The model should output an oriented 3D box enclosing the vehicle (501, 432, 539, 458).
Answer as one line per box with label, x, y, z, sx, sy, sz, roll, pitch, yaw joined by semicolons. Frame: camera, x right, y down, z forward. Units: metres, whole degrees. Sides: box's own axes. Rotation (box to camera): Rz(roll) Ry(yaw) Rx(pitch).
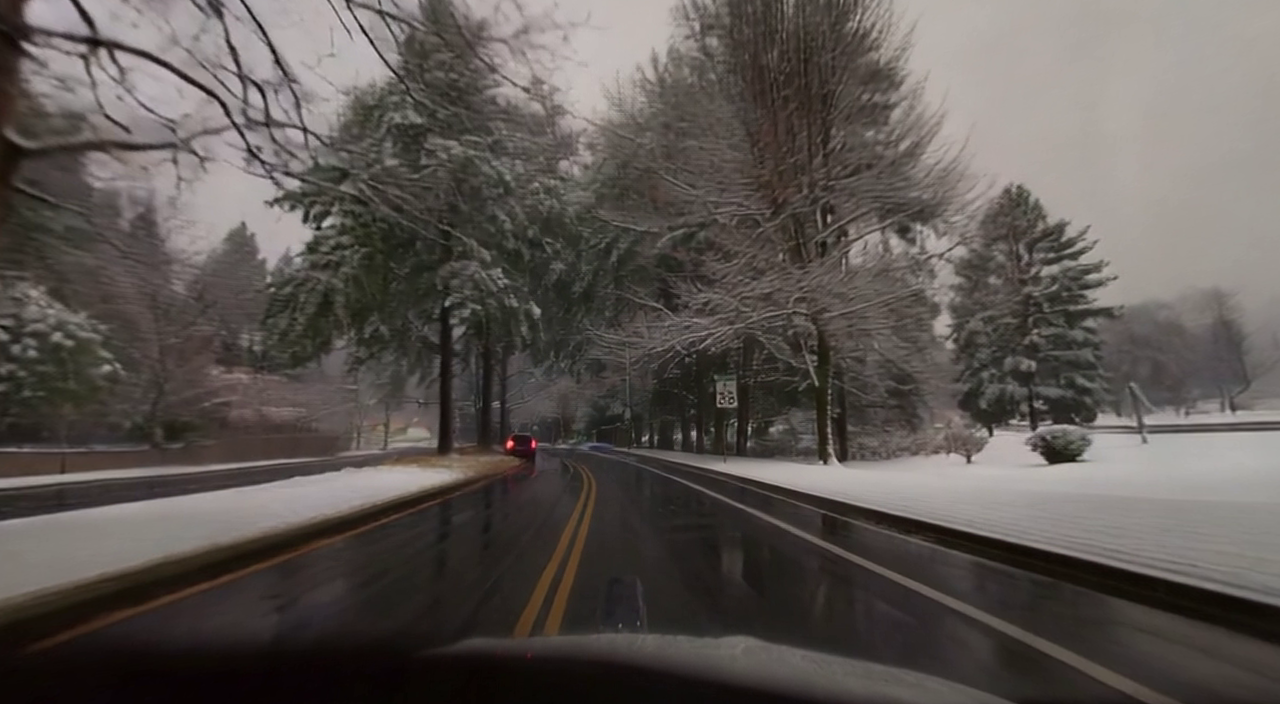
vehicle;-9.086;7.087;48.165;2.267;1.849;6.402;1;-9;-6
